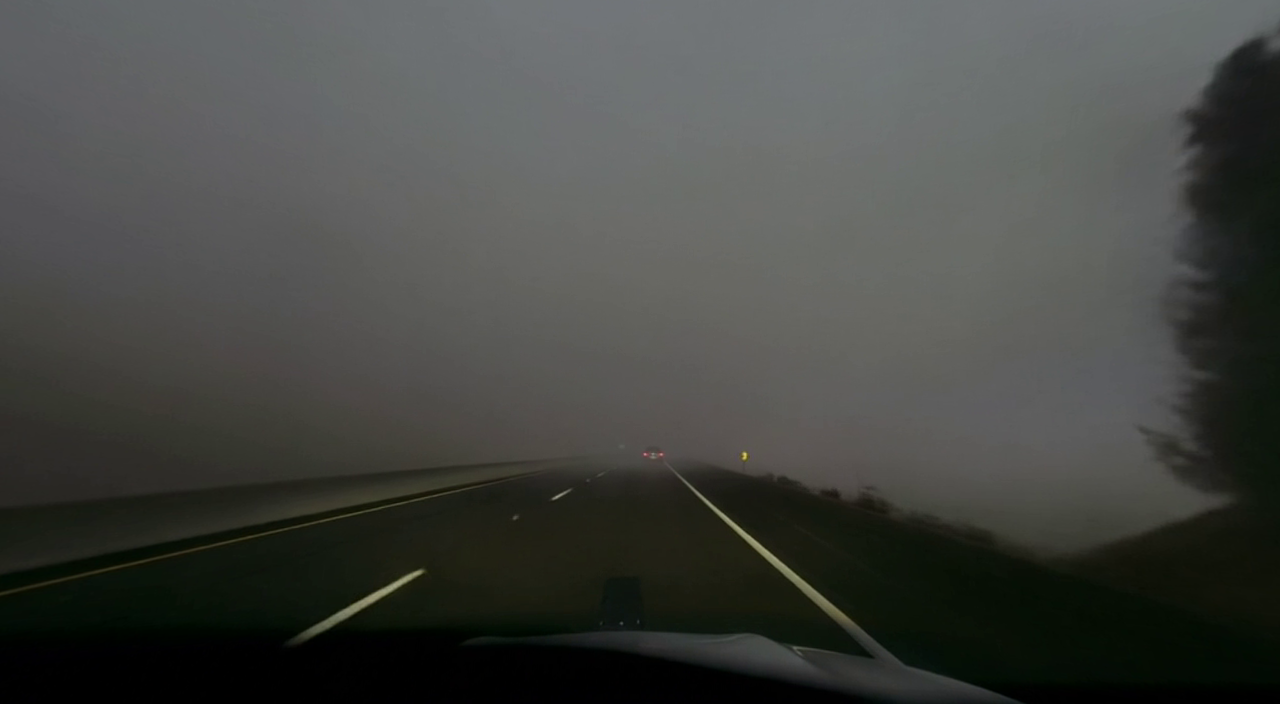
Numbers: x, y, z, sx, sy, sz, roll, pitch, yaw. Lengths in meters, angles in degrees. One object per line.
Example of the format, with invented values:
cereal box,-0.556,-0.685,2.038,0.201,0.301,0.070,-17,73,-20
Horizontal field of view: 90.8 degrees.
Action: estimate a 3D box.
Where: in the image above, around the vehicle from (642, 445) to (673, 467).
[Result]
vehicle,1.336,7.749,47.153,2.221,1.603,4.149,0,-9,2
